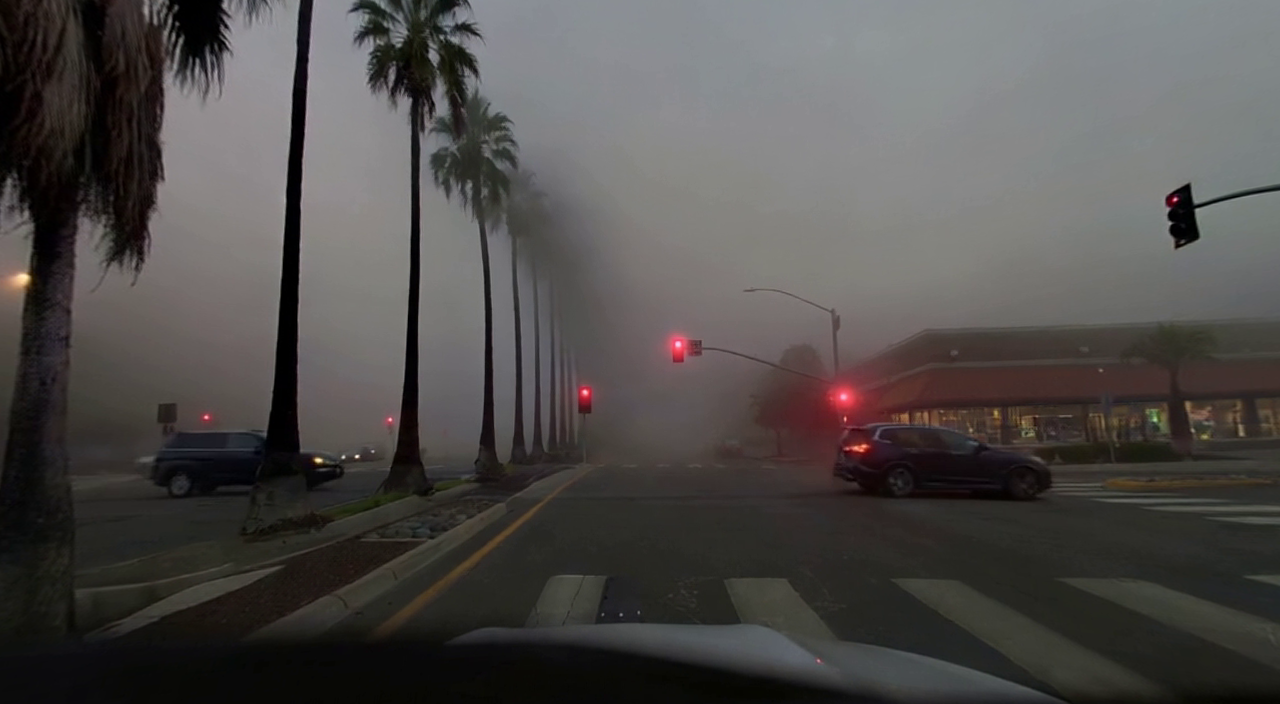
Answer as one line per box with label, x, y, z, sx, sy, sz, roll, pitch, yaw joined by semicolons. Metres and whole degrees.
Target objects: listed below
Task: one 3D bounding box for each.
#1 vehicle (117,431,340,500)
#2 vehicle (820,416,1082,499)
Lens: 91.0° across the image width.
vehicle;-11.211;3.117;17.669;4.854;1.699;2.152;4;-9;-26
vehicle;7.893;2.714;16.415;5.619;1.951;2.321;1;-8;-5
